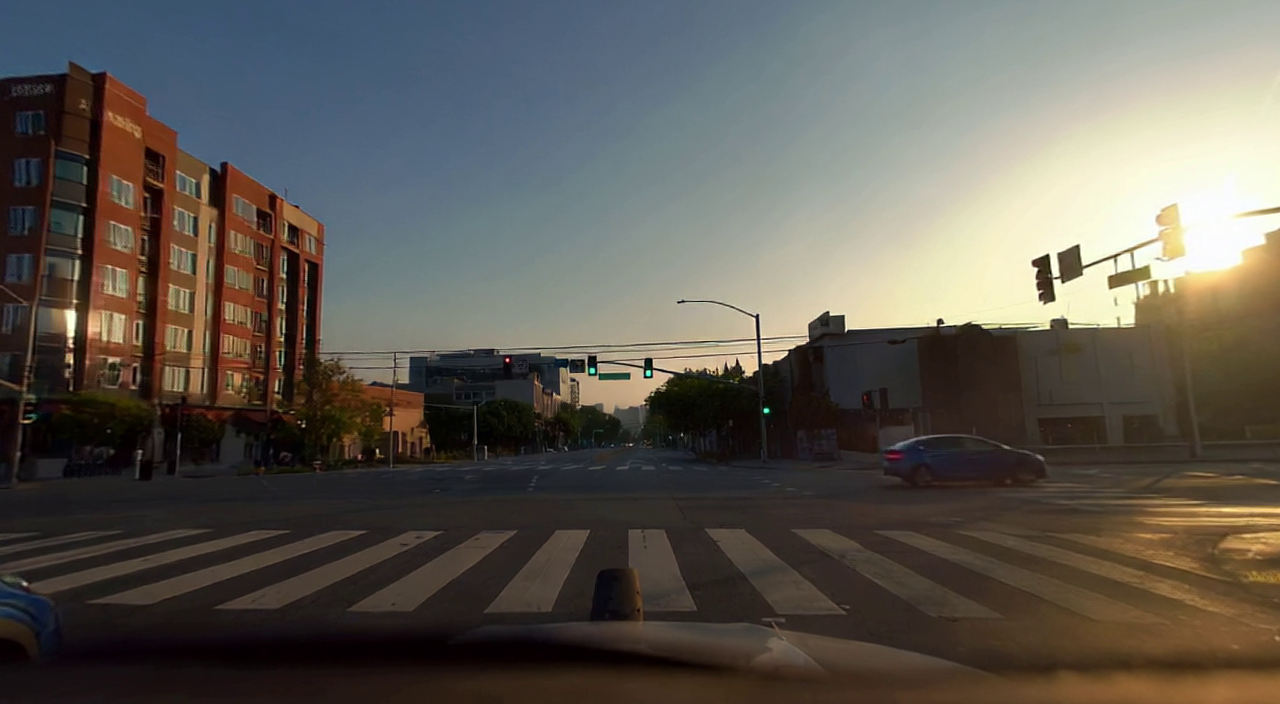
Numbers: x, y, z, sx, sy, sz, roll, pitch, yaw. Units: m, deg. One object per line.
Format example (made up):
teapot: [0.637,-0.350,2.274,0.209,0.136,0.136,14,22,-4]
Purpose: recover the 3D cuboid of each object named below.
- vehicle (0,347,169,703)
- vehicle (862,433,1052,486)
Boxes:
vehicle: [-3.637,0.615,1.061,2.109,1.692,4.587,0,-8,0]
vehicle: [9.203,3.141,18.534,4.551,1.454,1.941,0,-8,-1]
